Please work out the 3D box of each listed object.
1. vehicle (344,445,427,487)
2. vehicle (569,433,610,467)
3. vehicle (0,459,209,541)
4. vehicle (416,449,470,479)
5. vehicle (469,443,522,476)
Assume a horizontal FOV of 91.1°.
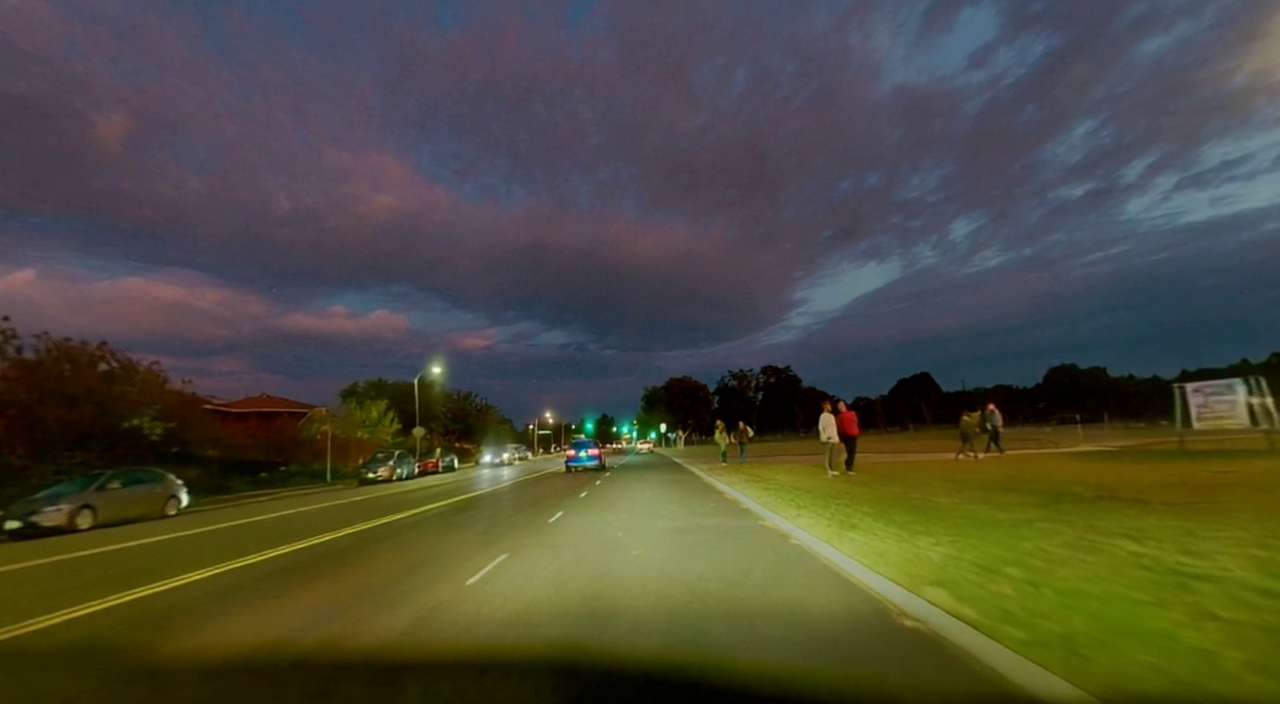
[{"bbox_3d":[-11.934,5.344,29.850,1.904,1.728,4.997,1,-8,-1],"label":"vehicle"},{"bbox_3d":[-2.847,5.628,36.131,1.908,1.809,4.230,0,-8,1],"label":"vehicle"},{"bbox_3d":[-12.345,3.206,14.235,1.887,1.469,4.691,0,-9,-1],"label":"vehicle"},{"bbox_3d":[-11.936,6.794,38.328,1.910,1.462,4.581,-4,-7,-2],"label":"vehicle"},{"bbox_3d":[-8.752,6.524,38.417,2.019,1.907,4.697,0,-8,2],"label":"vehicle"}]
